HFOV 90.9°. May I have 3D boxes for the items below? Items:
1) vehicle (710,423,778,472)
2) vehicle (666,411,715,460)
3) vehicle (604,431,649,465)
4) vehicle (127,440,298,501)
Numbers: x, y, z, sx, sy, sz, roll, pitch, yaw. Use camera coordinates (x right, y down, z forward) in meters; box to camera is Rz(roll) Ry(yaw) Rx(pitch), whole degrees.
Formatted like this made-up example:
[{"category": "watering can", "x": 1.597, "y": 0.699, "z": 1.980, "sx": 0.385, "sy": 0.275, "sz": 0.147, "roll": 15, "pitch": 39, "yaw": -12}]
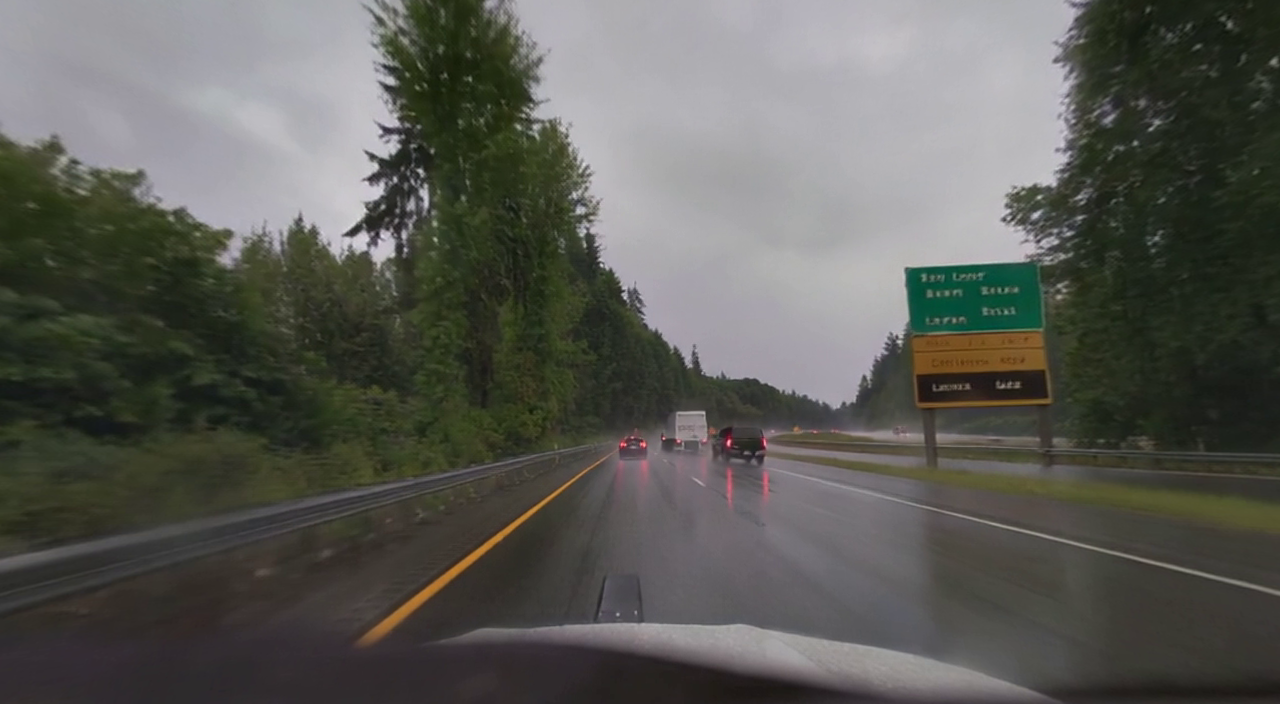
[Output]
[{"category": "vehicle", "x": 4.318, "y": 4.022, "z": 26.897, "sx": 2.073, "sy": 1.905, "sz": 4.023, "roll": 0, "pitch": -8, "yaw": -2}, {"category": "vehicle", "x": 3.324, "y": 5.736, "z": 43.359, "sx": 2.728, "sy": 3.053, "sz": 7.708, "roll": 0, "pitch": -8, "yaw": 0}, {"category": "vehicle", "x": -0.704, "y": 5.046, "z": 33.504, "sx": 2.206, "sy": 1.681, "sz": 4.111, "roll": 0, "pitch": -8, "yaw": -1}, {"category": "vehicle", "x": -13.559, "y": 3.731, "z": 20.487, "sx": 2.227, "sy": 1.701, "sz": 4.779, "roll": 0, "pitch": -8, "yaw": -1}]
